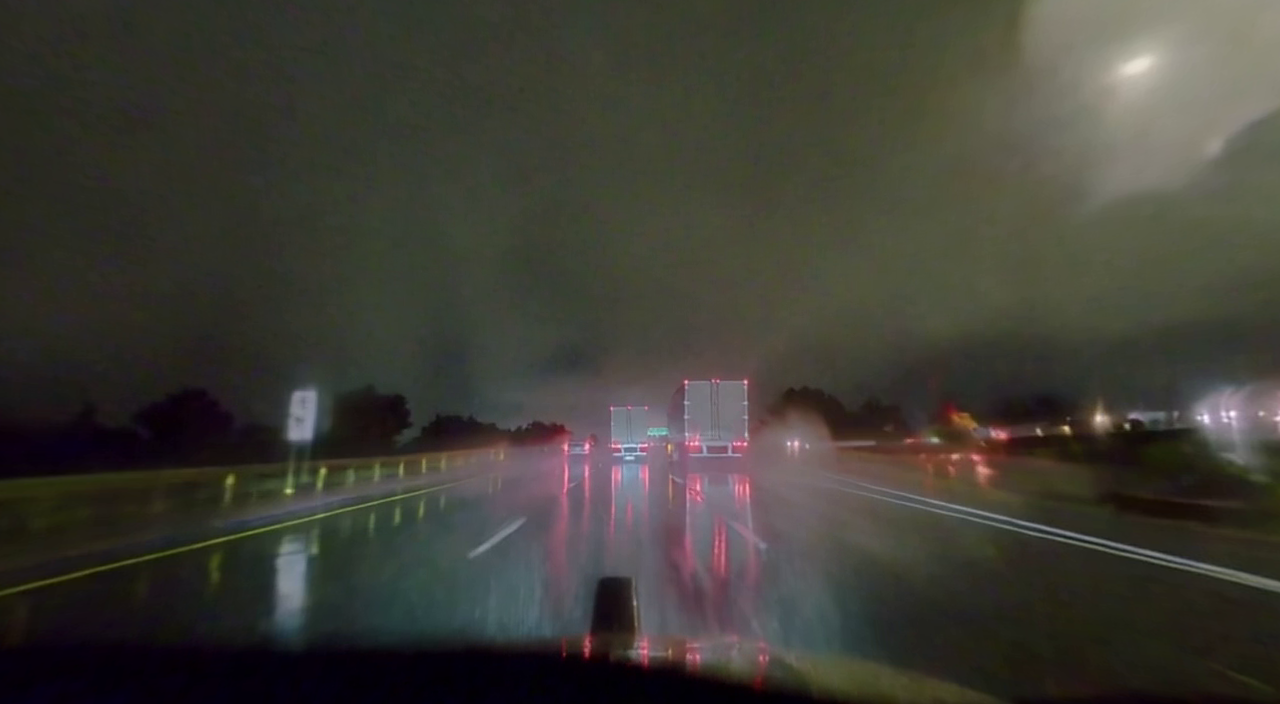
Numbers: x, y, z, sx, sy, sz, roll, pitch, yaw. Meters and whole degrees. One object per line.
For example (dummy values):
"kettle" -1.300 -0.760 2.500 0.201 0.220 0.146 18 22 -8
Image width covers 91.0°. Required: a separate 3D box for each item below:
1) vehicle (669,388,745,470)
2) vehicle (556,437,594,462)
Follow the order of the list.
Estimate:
"vehicle" 3.540 4.548 36.346 2.997 3.983 10.860 1 -8 -1
"vehicle" -4.216 6.391 41.324 2.111 1.536 4.270 0 -8 0
